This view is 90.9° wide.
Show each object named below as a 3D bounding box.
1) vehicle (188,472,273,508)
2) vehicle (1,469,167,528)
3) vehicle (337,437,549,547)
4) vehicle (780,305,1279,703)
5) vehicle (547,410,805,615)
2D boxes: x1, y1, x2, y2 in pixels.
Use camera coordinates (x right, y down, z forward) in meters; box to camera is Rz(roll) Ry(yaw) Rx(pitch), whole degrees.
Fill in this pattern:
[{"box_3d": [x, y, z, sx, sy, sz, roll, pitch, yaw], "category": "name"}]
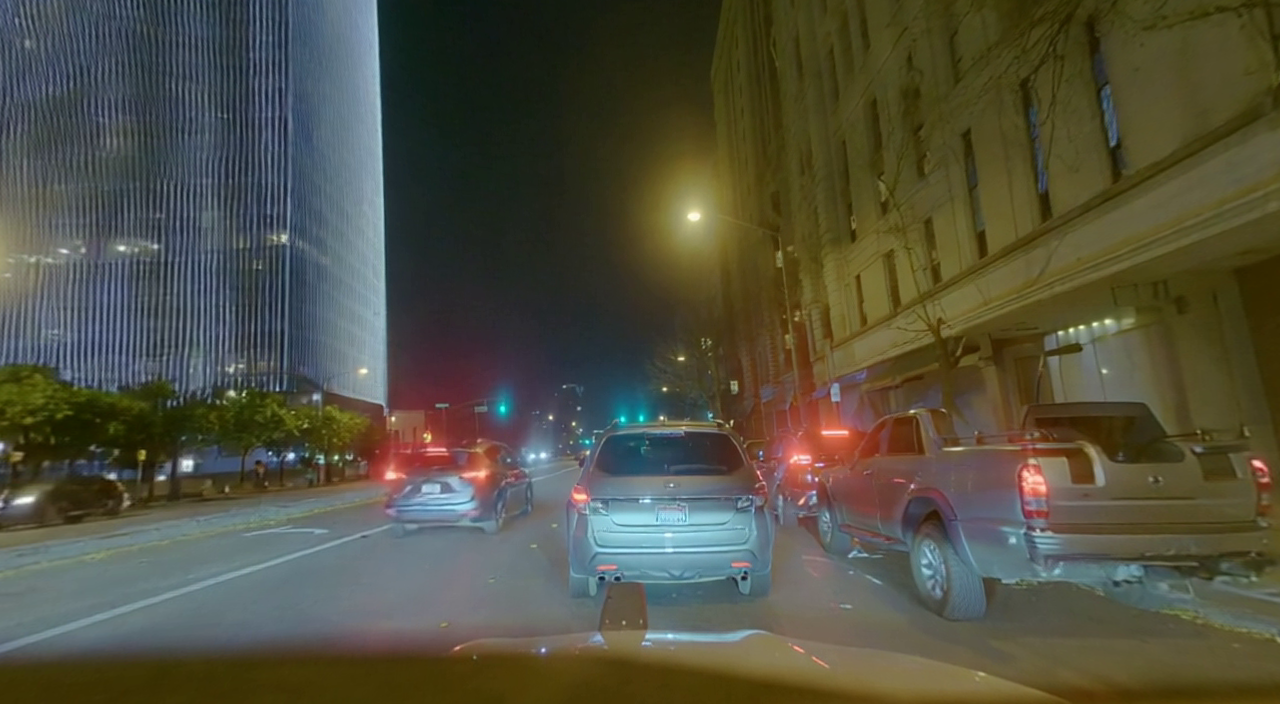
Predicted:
[{"box_3d": [-22.629, 7.592, 35.033, 1.854, 1.419, 4.318, -7, -8, 0], "category": "vehicle"}, {"box_3d": [-19.475, 5.115, 22.402, 2.068, 1.729, 4.135, 0, -9, 0], "category": "vehicle"}, {"box_3d": [-3.030, 2.266, 10.989, 2.088, 1.483, 4.708, 0, -9, 1], "category": "vehicle"}, {"box_3d": [2.743, 1.084, 4.912, 2.117, 1.855, 4.794, 0, -9, -1], "category": "vehicle"}, {"box_3d": [0.228, 1.543, 6.870, 2.045, 1.608, 3.573, 0, -9, -2], "category": "vehicle"}]
